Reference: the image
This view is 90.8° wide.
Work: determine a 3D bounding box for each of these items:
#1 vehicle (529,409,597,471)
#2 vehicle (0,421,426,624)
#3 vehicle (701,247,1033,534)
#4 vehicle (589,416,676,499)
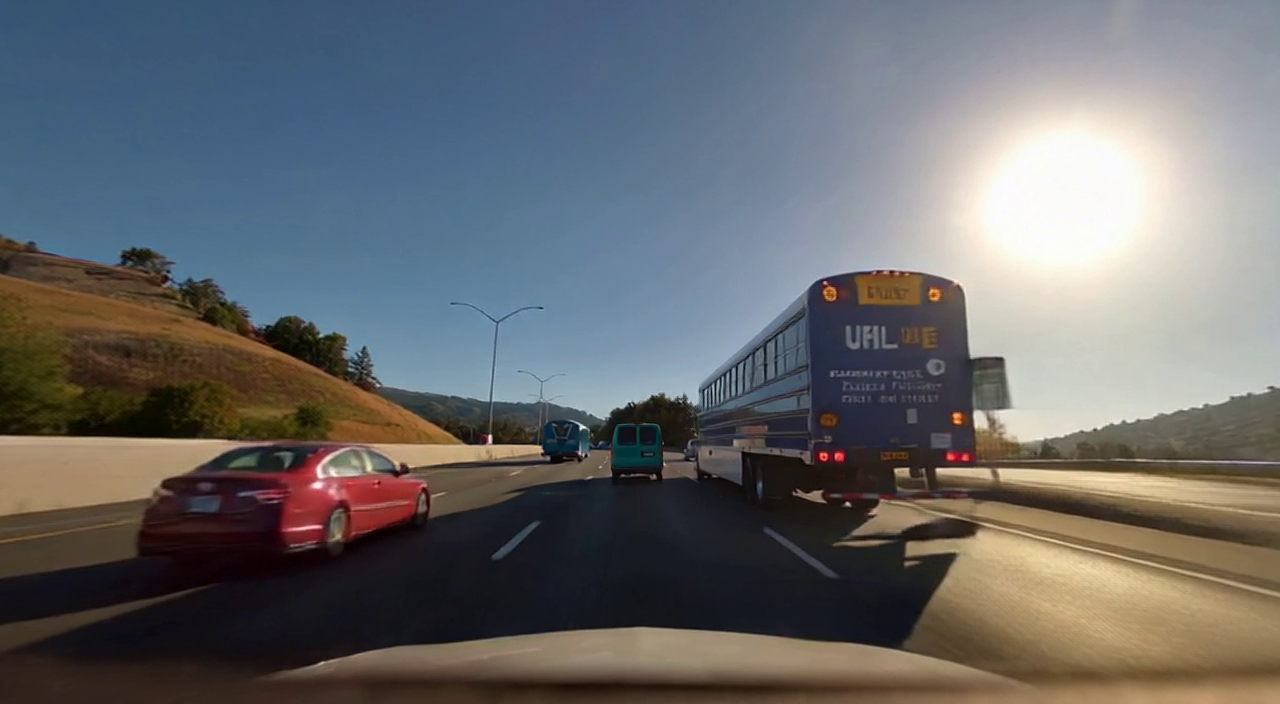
[{"bbox_3d":[-4.088,4.938,35.235,2.947,3.009,7.991,0,-8,-1],"label":"vehicle"},{"bbox_3d":[-4.054,1.549,6.734,2.039,1.453,4.197,0,-8,0],"label":"vehicle"},{"bbox_3d":[3.809,1.441,15.598,3.006,4.101,13.245,0,-8,-1],"label":"vehicle"},{"bbox_3d":[-0.256,2.804,17.145,2.037,1.929,4.343,0,-8,-2],"label":"vehicle"}]
